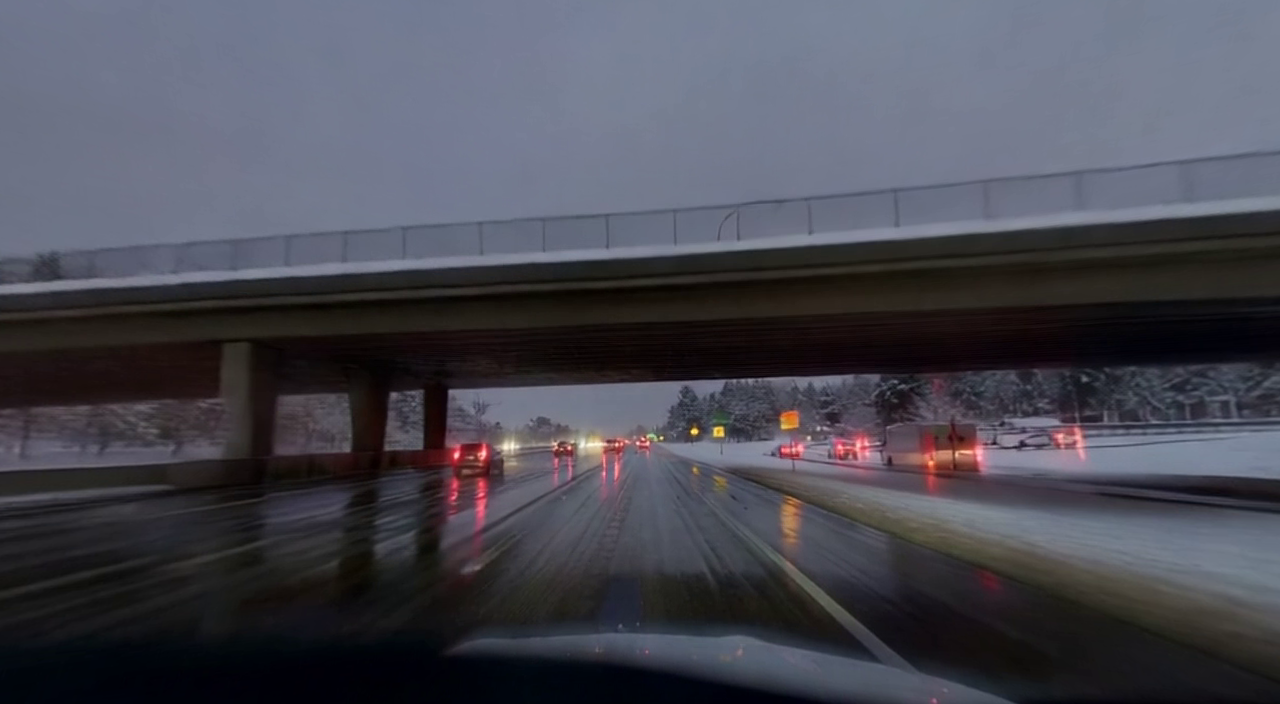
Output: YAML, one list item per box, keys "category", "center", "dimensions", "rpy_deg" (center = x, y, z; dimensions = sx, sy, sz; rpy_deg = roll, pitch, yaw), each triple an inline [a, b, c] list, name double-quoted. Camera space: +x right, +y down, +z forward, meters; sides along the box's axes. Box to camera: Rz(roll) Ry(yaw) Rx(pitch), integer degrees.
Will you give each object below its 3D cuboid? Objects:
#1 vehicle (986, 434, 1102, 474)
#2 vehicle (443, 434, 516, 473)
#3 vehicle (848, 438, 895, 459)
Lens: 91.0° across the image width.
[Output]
- category: "vehicle"
  center: [17.384, 4.400, 27.422]
  dimensions: [1.884, 1.567, 4.692]
  rpy_deg: [0, -8, -1]
- category: "vehicle"
  center: [-6.783, 4.340, 27.120]
  dimensions: [1.985, 1.513, 4.172]
  rpy_deg: [0, -8, 1]
- category: "vehicle"
  center: [18.227, 7.594, 49.787]
  dimensions: [1.989, 1.529, 4.791]
  rpy_deg: [0, -8, 1]
